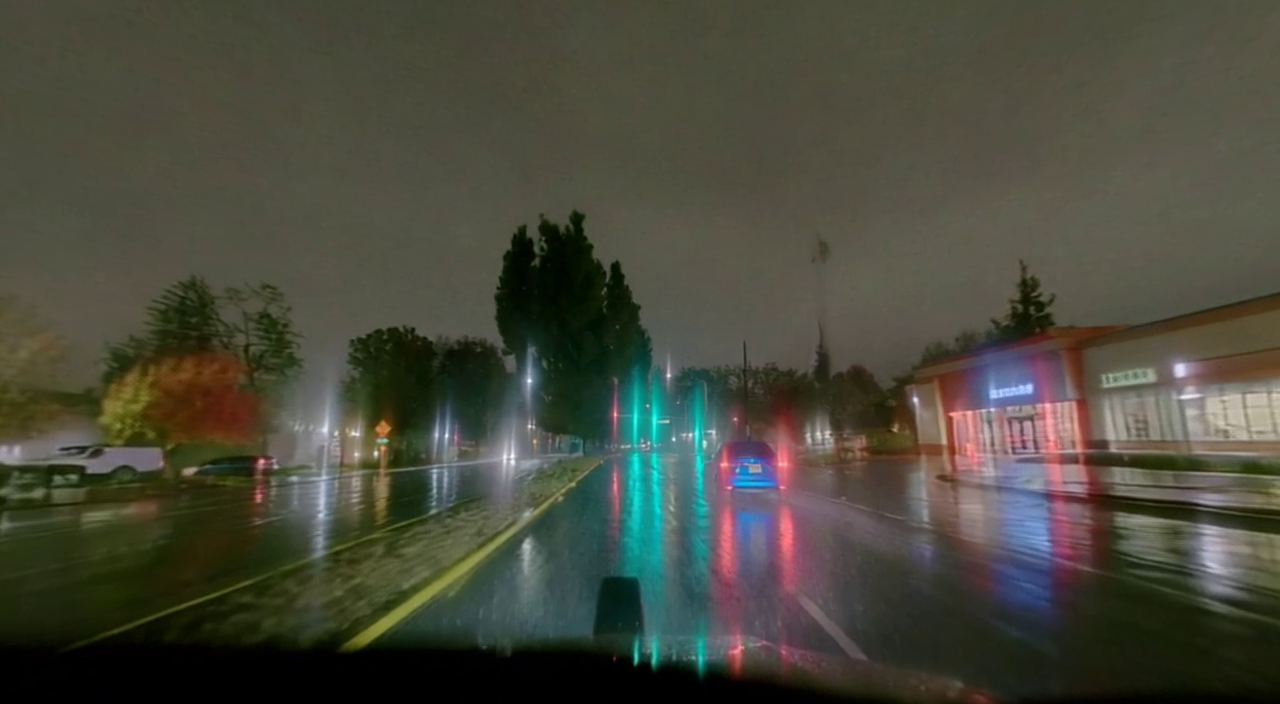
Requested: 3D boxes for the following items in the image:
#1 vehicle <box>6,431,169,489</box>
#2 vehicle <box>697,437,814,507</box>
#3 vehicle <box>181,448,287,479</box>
[{"bbox_3d":[-28.192,5.505,32.484,5.802,2.743,2.245,5,-10,-32],"label":"vehicle"},{"bbox_3d":[2.678,2.917,15.778,2.015,1.479,4.444,0,-9,-1],"label":"vehicle"},{"bbox_3d":[-28.648,7.864,44.632,6.011,2.042,2.375,5,-10,-31],"label":"vehicle"}]
